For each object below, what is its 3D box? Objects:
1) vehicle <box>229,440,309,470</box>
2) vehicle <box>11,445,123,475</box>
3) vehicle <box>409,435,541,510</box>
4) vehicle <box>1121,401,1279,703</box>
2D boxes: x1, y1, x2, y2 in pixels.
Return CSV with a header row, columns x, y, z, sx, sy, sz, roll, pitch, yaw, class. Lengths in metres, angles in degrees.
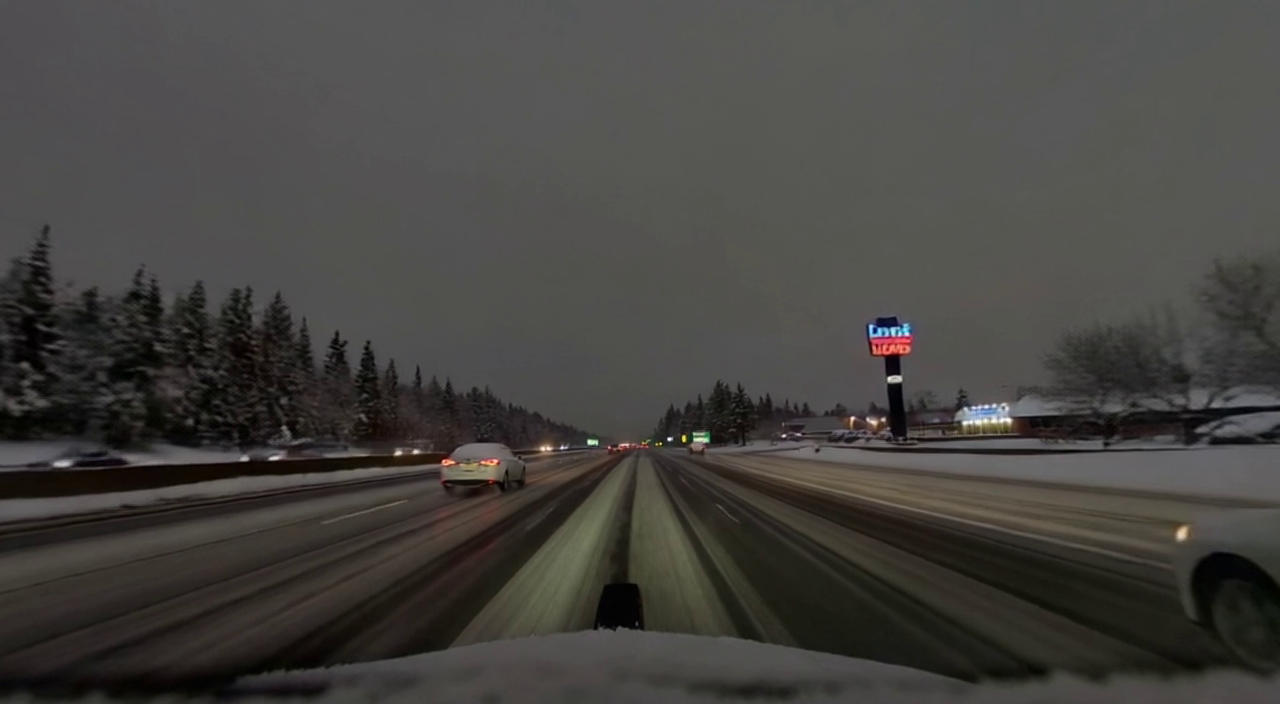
x,y,z,sx,sy,sz,roll,pitch,yaw,class
-18.916,5.242,32.382,1.782,1.443,3.767,0,-8,0,vehicle
-30.414,5.708,33.728,1.835,1.455,4.387,0,-8,1,vehicle
-3.687,2.759,14.961,1.939,1.508,4.272,0,-8,1,vehicle
3.973,0.745,1.237,2.164,1.507,4.914,0,-8,0,vehicle
